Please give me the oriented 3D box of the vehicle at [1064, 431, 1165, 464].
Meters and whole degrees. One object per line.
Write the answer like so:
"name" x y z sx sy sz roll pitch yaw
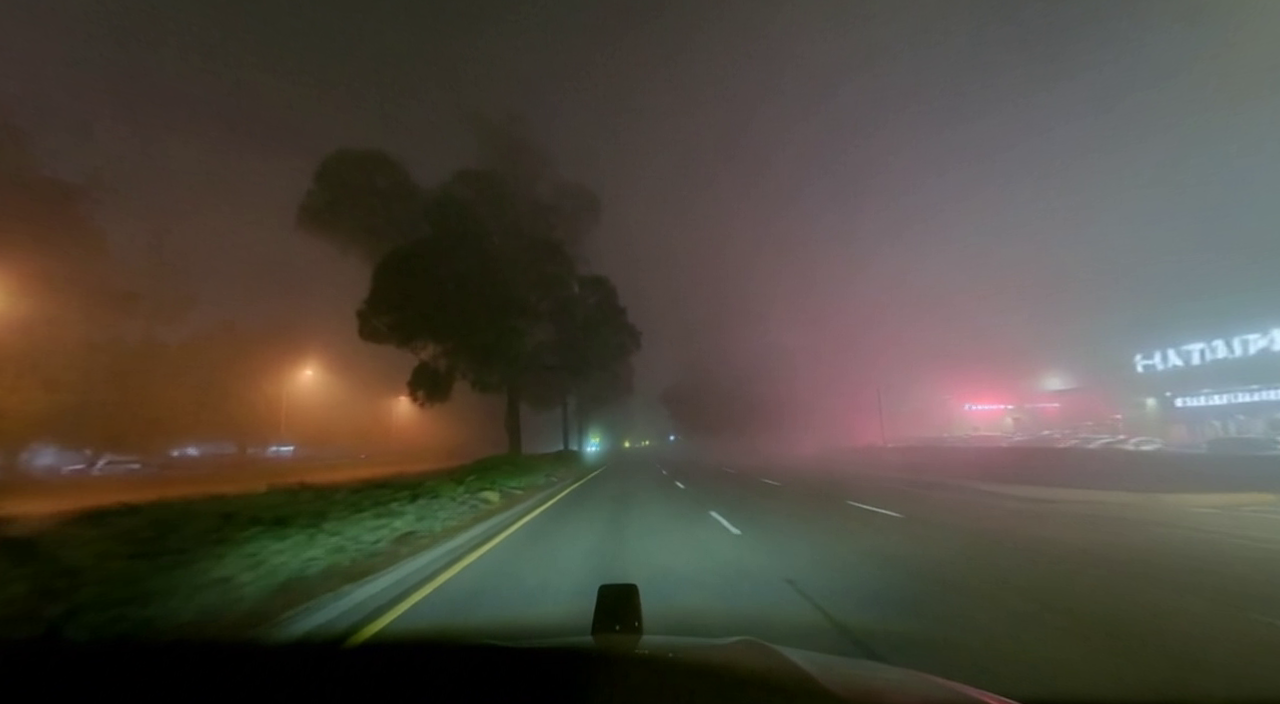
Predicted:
"vehicle" 26.284 5.325 35.129 1.985 1.723 4.672 0 -9 0

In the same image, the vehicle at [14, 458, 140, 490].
"vehicle" -30.533 6.632 34.222 4.920 1.475 1.984 -1 -7 0

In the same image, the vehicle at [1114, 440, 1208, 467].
"vehicle" 29.166 5.664 35.381 1.931 1.408 3.757 1 -8 -2

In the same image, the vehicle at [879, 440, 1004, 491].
"vehicle" 10.148 3.824 21.648 2.013 1.551 4.460 1 -8 -1
